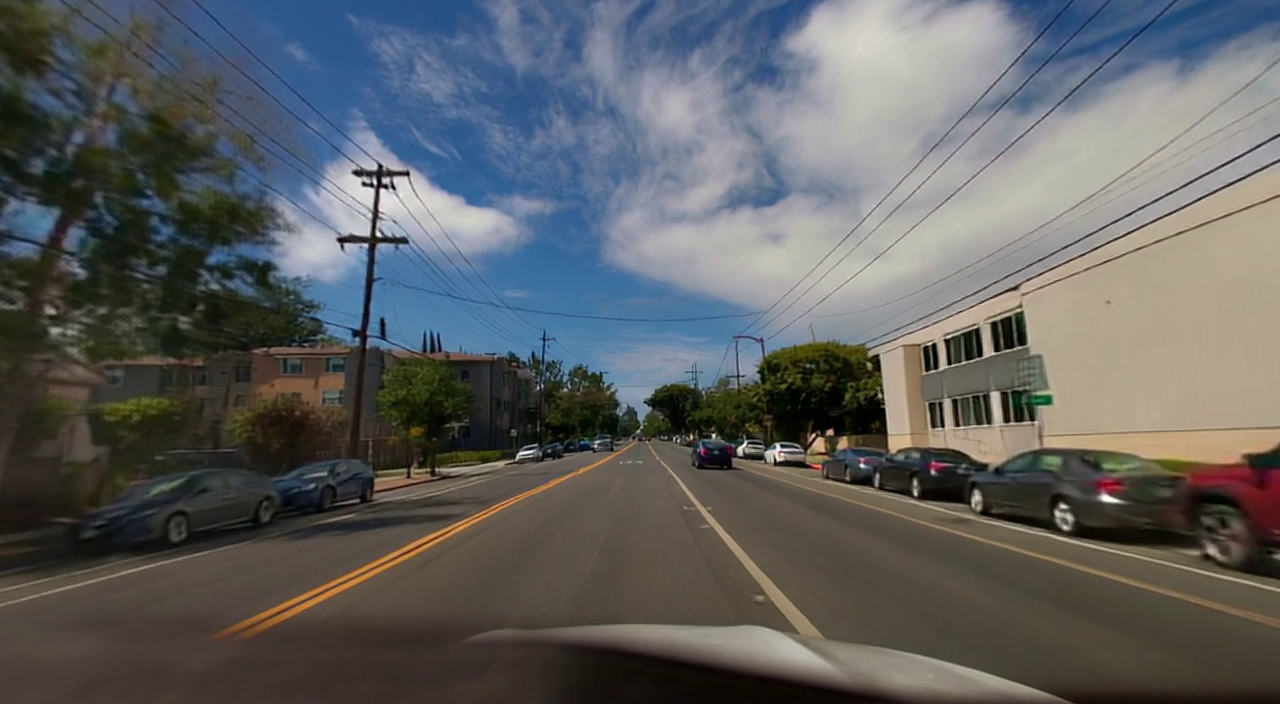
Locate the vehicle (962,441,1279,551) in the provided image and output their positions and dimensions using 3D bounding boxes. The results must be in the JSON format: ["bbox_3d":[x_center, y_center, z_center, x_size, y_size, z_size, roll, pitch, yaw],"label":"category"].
[{"bbox_3d":[7.687,2.265,10.709,1.943,1.441,4.494,0,-9,-2],"label":"vehicle"}]

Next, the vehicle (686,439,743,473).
[{"bbox_3d":[3.519,5.029,30.643,2.059,1.489,4.629,0,-9,-2],"label":"vehicle"}]

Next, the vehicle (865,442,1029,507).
[{"bbox_3d":[7.892,3.164,16.831,2.093,1.472,4.434,0,-9,-1],"label":"vehicle"}]

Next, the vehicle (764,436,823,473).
[{"bbox_3d":[7.939,5.354,33.086,1.879,1.765,4.339,0,-9,-1],"label":"vehicle"}]

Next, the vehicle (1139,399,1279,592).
[{"bbox_3d":[7.625,1.256,5.084,2.250,1.935,6.052,0,-9,0],"label":"vehicle"}]

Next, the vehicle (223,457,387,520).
[{"bbox_3d":[-9.340,3.801,18.174,2.117,1.474,4.740,0,-9,0],"label":"vehicle"}]

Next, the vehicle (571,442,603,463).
[{"bbox_3d":[-4.028,7.704,48.404,1.989,1.474,4.112,-1,-9,2],"label":"vehicle"}]

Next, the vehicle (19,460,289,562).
[{"bbox_3d":[-9.426,3.057,12.859,1.944,1.524,4.404,-2,-9,1],"label":"vehicle"}]
